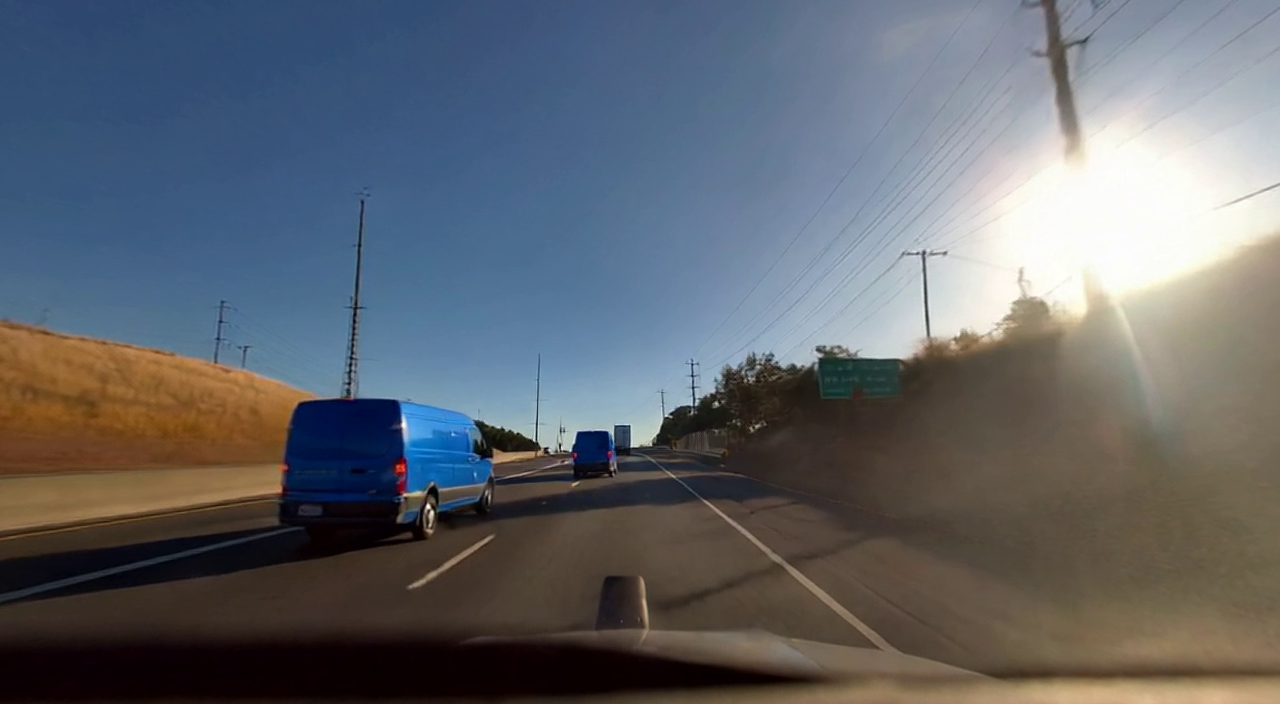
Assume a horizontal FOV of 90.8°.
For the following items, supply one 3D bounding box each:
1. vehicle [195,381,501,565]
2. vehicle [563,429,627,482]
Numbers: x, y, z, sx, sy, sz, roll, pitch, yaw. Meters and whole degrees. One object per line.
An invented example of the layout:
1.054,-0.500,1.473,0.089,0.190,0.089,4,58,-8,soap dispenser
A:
-3.767,1.712,9.487,2.145,2.010,4.980,0,-9,0,vehicle
-1.748,4.341,26.582,2.197,2.011,5.130,0,-9,1,vehicle
